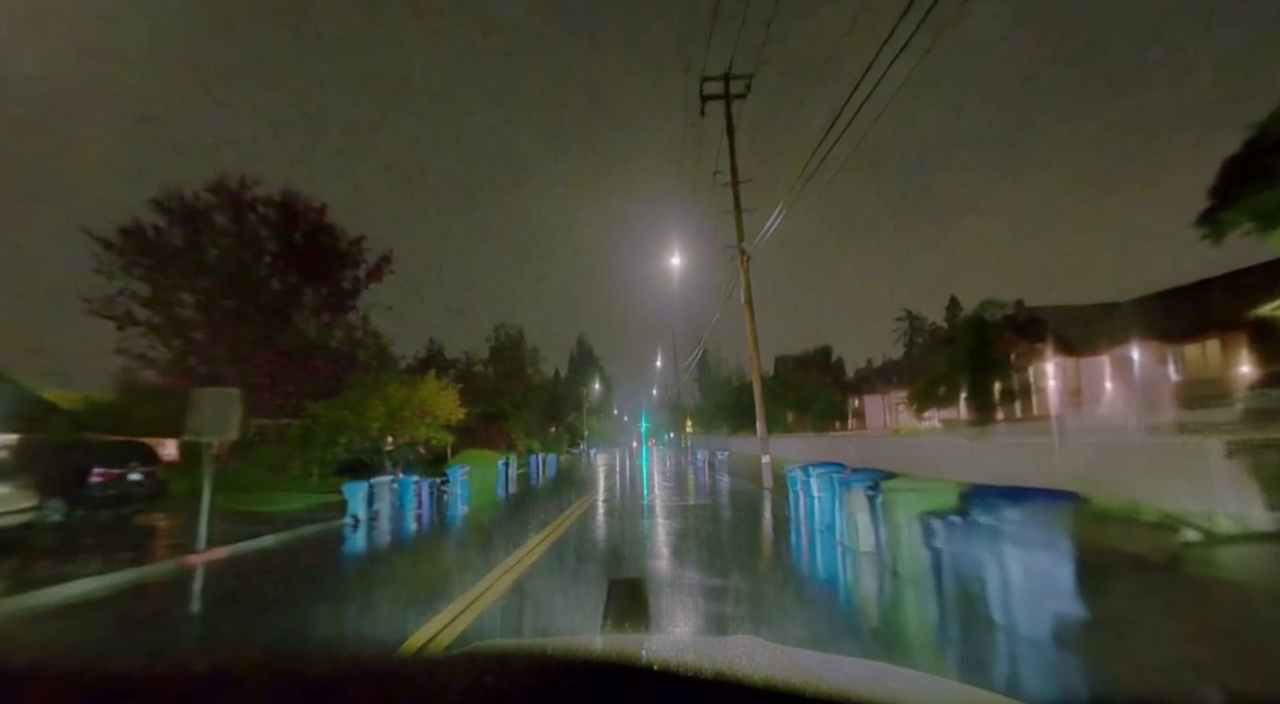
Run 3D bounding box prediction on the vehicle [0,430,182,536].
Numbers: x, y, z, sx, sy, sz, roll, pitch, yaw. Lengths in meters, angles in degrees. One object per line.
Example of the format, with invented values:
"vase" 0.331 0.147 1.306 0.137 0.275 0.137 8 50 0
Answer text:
"vehicle" -12.884 2.813 14.037 2.085 1.904 4.521 -5 -7 0
